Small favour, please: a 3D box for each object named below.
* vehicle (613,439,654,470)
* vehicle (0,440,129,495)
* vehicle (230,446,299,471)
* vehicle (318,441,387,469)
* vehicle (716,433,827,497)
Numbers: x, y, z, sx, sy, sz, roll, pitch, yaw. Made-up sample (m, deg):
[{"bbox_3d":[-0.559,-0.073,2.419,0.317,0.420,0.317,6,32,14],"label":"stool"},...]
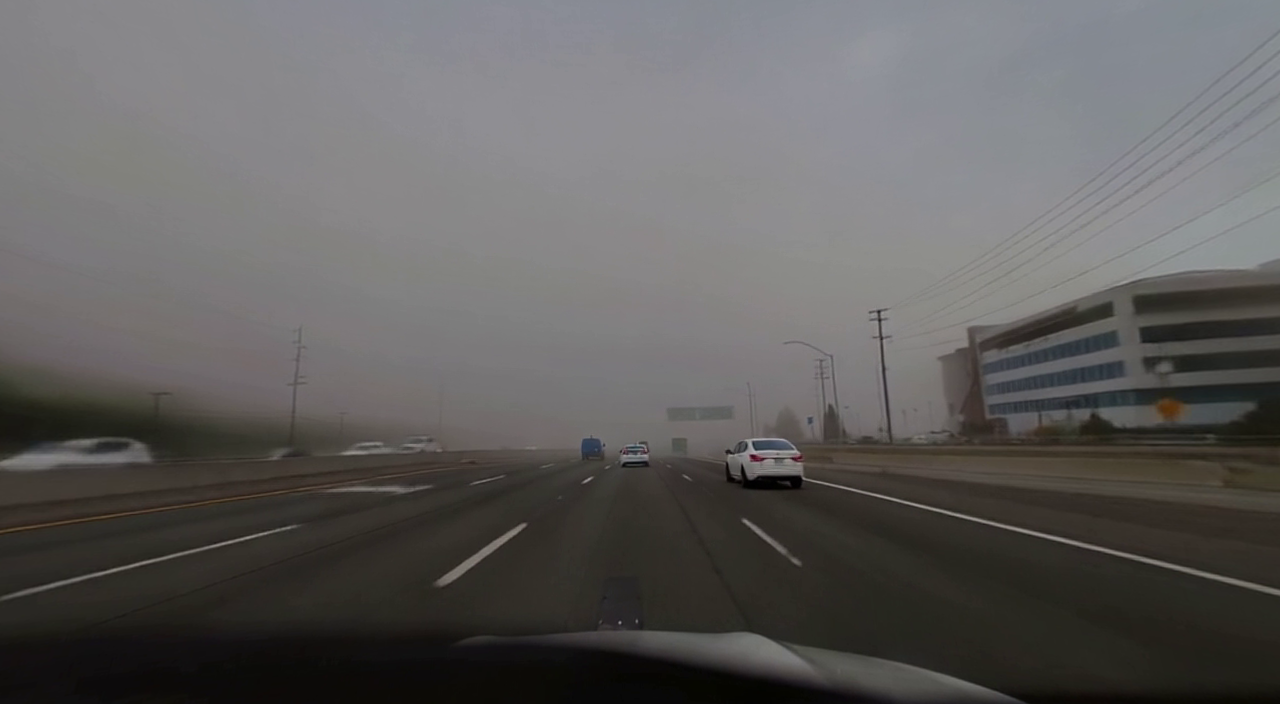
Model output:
[{"bbox_3d":[-0.381,5.356,33.061,2.019,1.472,3.971,0,-8,-1],"label":"vehicle"},{"bbox_3d":[-19.854,3.709,20.642,2.306,1.598,4.570,0,-8,0],"label":"vehicle"},{"bbox_3d":[-24.128,6.842,40.623,1.737,1.526,4.417,0,-9,0],"label":"vehicle"},{"bbox_3d":[-17.113,6.136,37.684,1.953,1.515,4.452,0,-8,1],"label":"vehicle"},{"bbox_3d":[3.489,3.082,17.654,1.995,1.533,4.463,0,-8,-2],"label":"vehicle"}]
